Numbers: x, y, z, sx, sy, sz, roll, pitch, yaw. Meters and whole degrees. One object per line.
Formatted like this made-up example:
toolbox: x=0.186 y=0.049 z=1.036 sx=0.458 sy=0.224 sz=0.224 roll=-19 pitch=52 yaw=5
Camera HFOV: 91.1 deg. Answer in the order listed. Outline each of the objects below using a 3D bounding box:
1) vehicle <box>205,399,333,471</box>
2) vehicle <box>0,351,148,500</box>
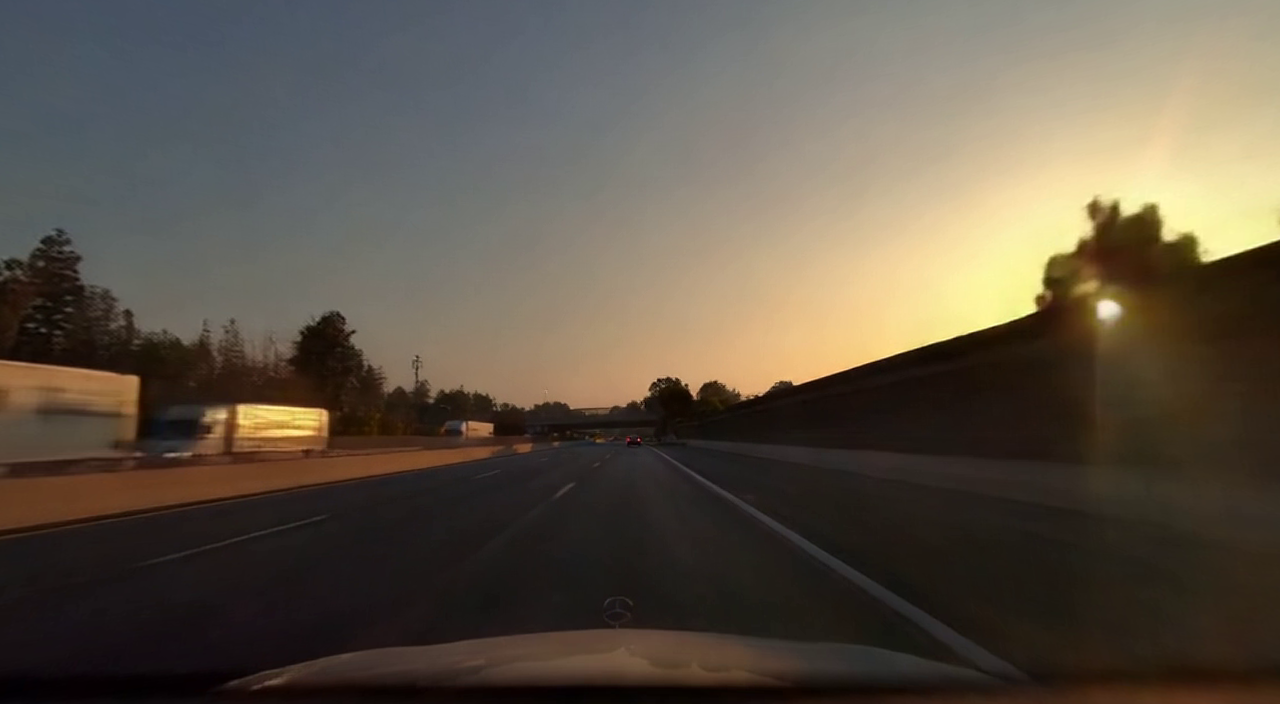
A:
vehicle: x=-23.642 y=5.421 z=40.845 sx=3.000 sy=4.126 sz=8.473 roll=0 pitch=-8 yaw=0
vehicle: x=-19.182 y=1.740 z=15.202 sx=3.420 sy=4.048 sz=14.183 roll=0 pitch=-8 yaw=-1
